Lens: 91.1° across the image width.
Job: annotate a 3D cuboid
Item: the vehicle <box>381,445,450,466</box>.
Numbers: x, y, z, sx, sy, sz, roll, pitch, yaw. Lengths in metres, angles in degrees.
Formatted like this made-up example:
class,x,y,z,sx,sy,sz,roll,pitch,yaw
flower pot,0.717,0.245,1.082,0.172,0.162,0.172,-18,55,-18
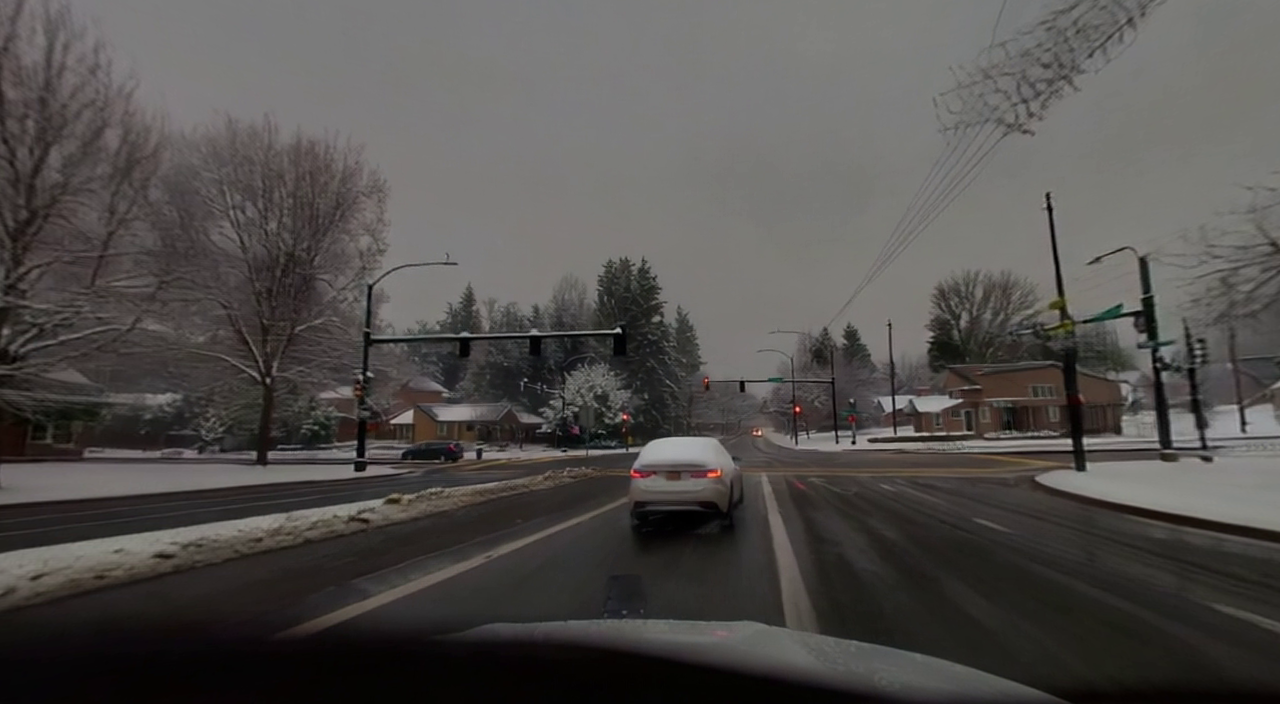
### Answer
class,x,y,z,sx,sy,sz,roll,pitch,yaw
vehicle,-16.866,7.743,47.097,4.735,1.472,1.932,-4,-9,23

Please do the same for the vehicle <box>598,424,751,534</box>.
class,x,y,z,sx,sy,sz,roll,pitch,yaw
vehicle,0.898,2.227,11.684,2.139,1.564,4.901,-1,-9,11
